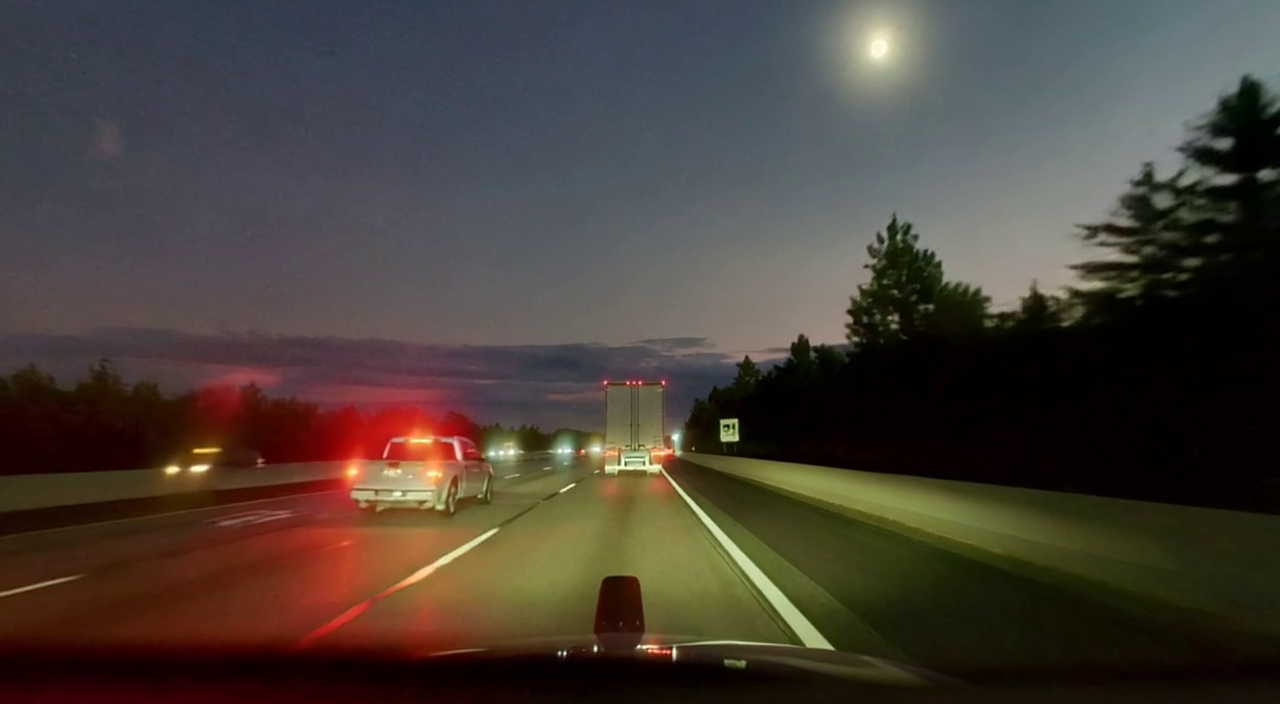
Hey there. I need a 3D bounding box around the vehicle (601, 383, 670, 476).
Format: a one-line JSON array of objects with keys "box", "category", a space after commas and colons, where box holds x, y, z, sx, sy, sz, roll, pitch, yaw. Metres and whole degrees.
[{"box": [-0.250, 4.292, 33.771, 3.052, 4.132, 11.336, 0, -8, 0], "category": "vehicle"}]

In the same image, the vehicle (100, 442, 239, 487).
[{"box": [-22.059, 5.271, 29.927, 2.215, 1.885, 5.618, 0, -8, 1], "category": "vehicle"}]

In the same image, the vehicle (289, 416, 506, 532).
[{"box": [-4.384, 2.314, 12.554, 2.285, 1.833, 4.984, 0, -8, 1], "category": "vehicle"}]
